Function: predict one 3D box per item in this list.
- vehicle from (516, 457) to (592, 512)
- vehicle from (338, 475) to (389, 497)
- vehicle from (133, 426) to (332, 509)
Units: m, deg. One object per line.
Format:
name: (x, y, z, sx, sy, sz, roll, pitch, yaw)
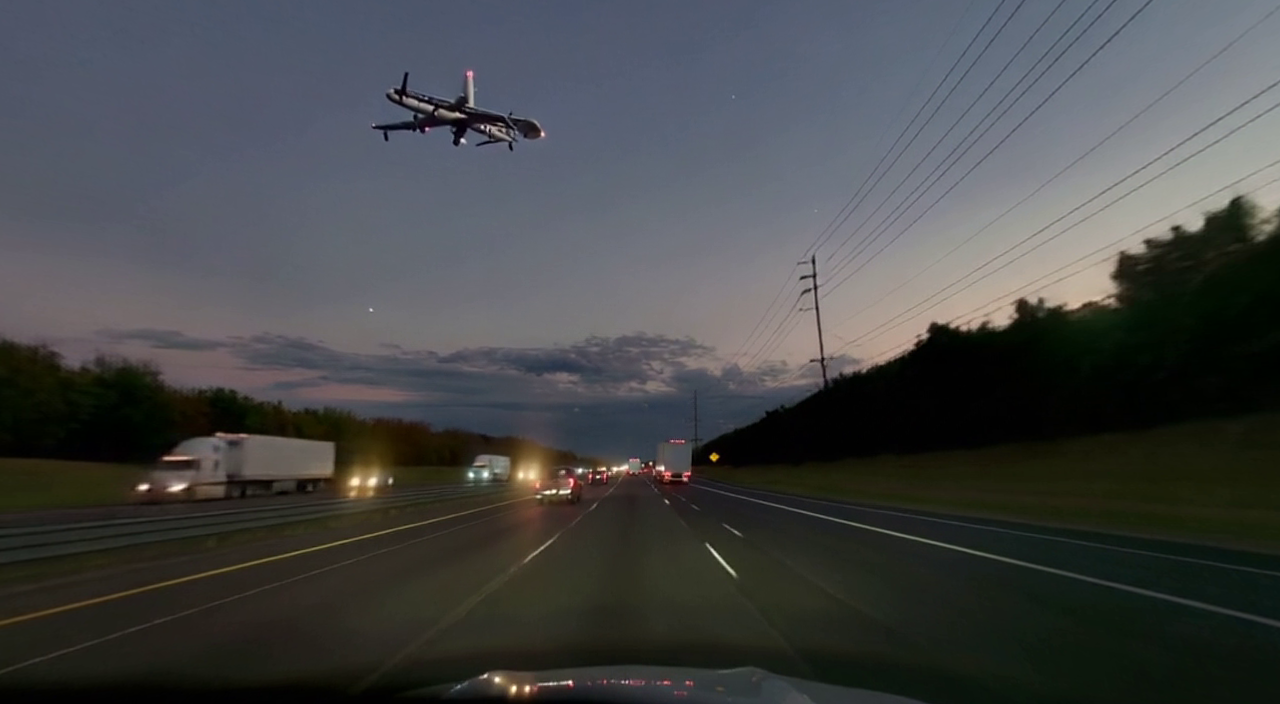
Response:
vehicle: (-2.964, 4.720, 22.659, 2.065, 1.722, 4.441, 1, -11, 0)
vehicle: (-19.563, 9.473, 44.730, 1.772, 1.422, 3.952, 1, -11, 0)
vehicle: (-24.071, 7.172, 39.068, 2.885, 4.090, 14.510, 1, -11, -1)
